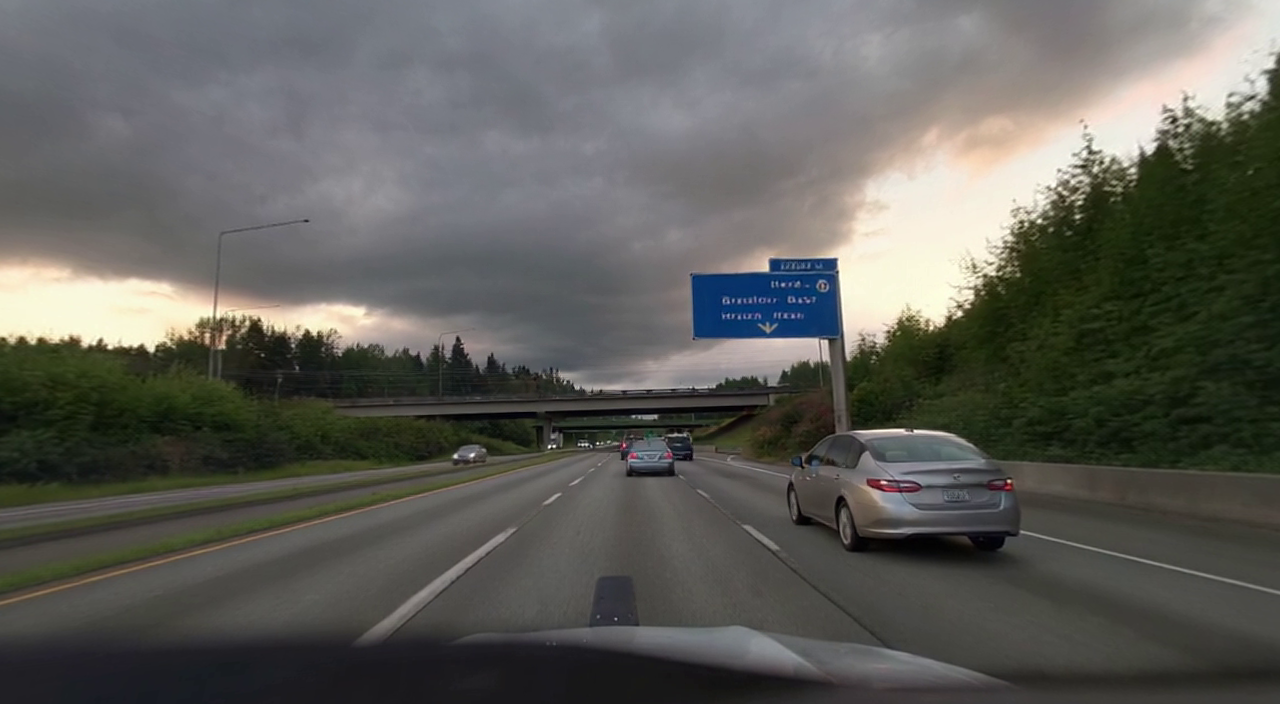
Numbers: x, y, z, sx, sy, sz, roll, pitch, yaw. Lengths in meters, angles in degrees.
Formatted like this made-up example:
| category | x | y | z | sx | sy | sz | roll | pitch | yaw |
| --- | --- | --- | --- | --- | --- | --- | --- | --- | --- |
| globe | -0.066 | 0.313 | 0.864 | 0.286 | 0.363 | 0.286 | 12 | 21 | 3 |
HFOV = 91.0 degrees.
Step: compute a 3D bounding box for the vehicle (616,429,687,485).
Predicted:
| category | x | y | z | sx | sy | sz | roll | pitch | yaw |
| --- | --- | --- | --- | --- | --- | --- | --- | --- | --- |
| vehicle | 0.272 | 3.434 | 20.842 | 2.092 | 1.636 | 4.024 | 0 | -8 | -2 |
